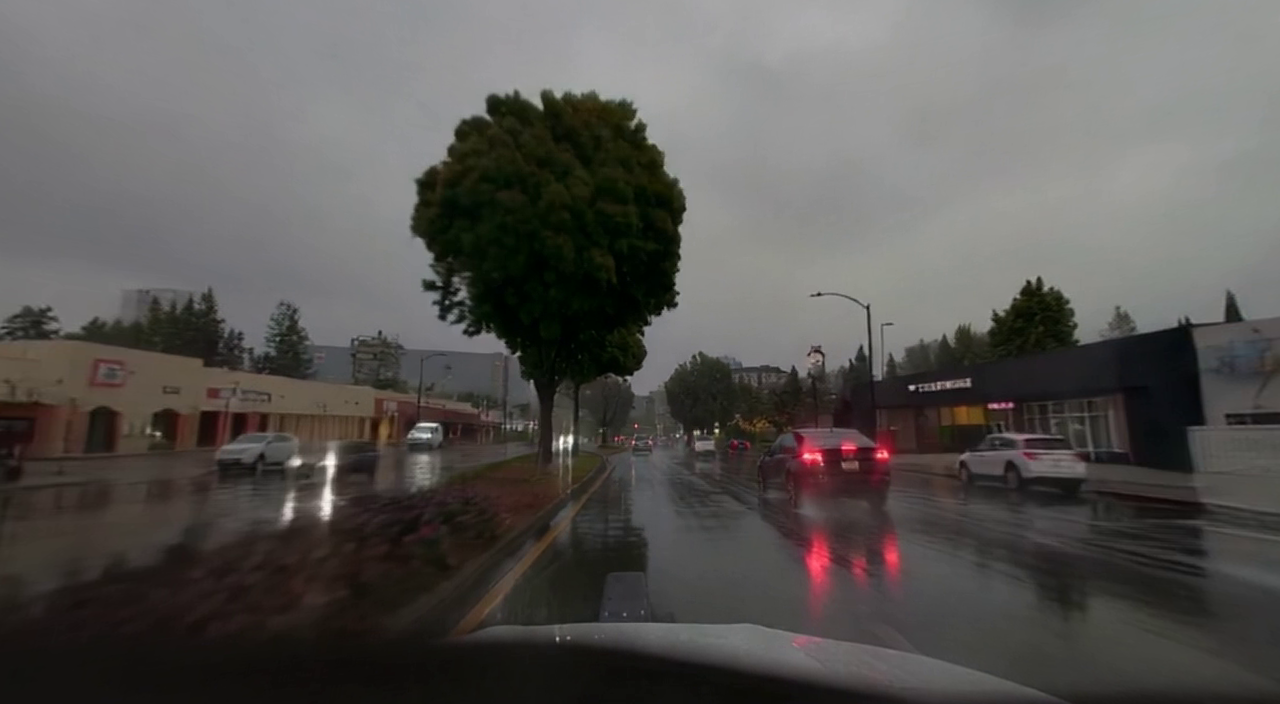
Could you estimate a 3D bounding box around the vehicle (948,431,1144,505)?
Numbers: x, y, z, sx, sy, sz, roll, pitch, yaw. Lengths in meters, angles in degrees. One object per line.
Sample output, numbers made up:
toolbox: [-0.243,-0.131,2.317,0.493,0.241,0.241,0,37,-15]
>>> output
vehicle: [10.475,3.015,16.855,2.078,1.668,4.654,0,-8,0]

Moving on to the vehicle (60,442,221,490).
vehicle: [-19.116,4.343,24.560,2.015,1.647,5.085,-1,-8,2]

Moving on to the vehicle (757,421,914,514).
vehicle: [3.922,2.392,13.461,2.072,1.669,3.836,0,-8,0]

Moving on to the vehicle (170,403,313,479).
vehicle: [-19.182,4.377,30.900,2.811,3.326,6.083,0,-8,1]
